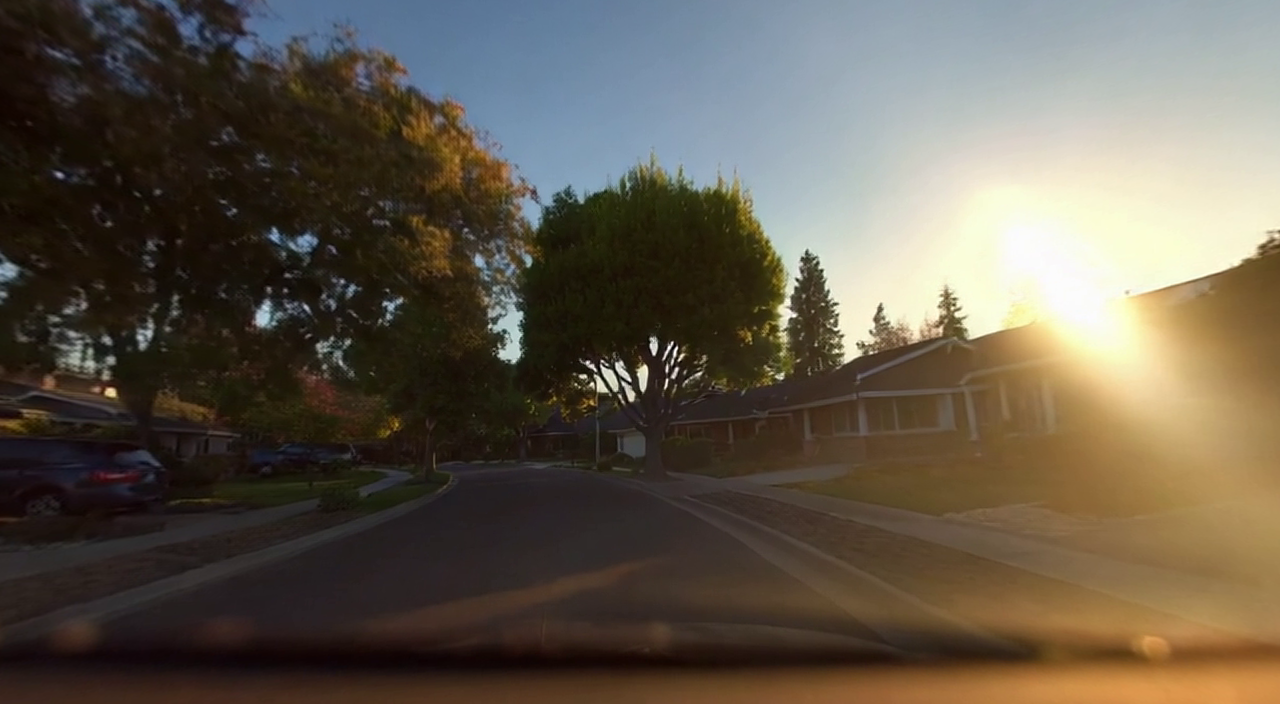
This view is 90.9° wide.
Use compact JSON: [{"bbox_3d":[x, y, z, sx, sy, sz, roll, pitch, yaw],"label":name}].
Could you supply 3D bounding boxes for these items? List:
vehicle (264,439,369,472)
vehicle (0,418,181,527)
[{"bbox_3d":[-16.808,5.419,32.983,4.471,1.638,1.877,2,-8,-13],"label":"vehicle"},{"bbox_3d":[-11.578,2.157,11.273,4.961,1.757,1.971,1,-9,-17],"label":"vehicle"}]
